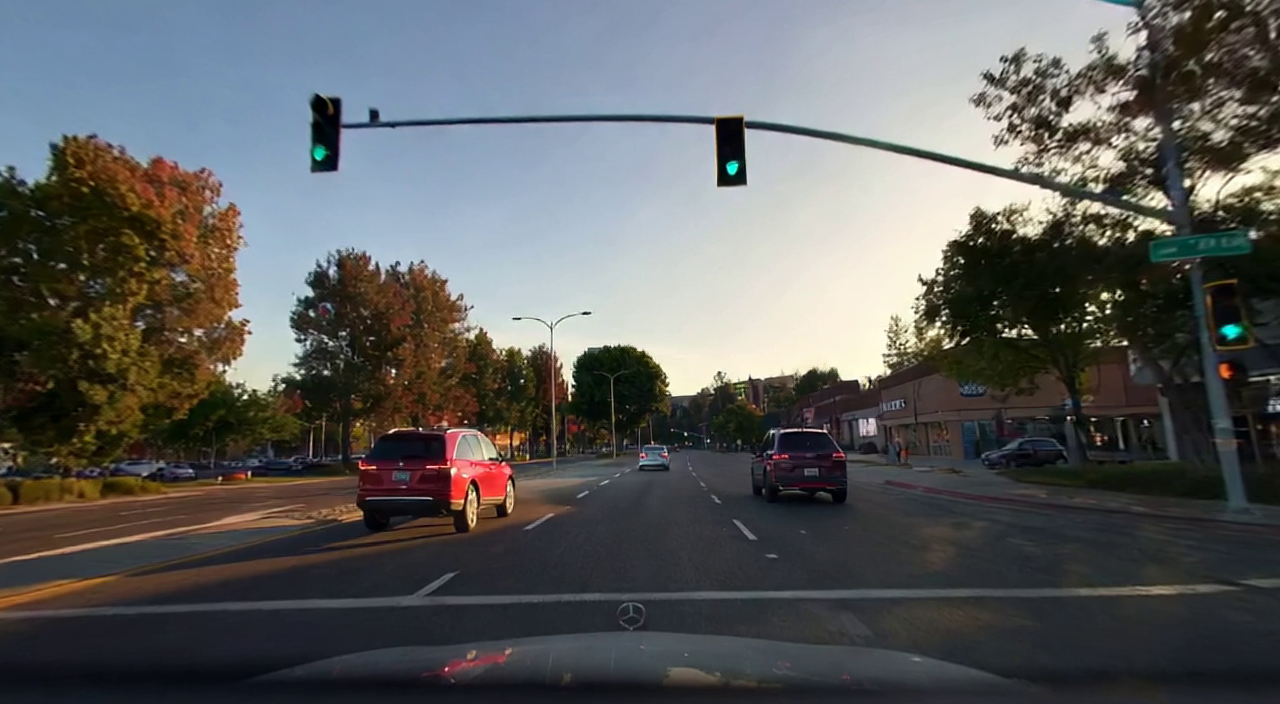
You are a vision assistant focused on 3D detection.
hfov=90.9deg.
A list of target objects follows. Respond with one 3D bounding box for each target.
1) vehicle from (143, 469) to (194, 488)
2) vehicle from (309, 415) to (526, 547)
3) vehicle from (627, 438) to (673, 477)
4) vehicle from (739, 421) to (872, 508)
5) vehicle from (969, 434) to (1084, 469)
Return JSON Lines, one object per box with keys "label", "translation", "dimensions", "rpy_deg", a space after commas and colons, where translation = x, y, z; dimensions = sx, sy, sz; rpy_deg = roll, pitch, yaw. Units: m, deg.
{"label": "vehicle", "translation": [-37.409, 9.997, 49.930], "dimensions": [3.811, 1.272, 1.760], "rpy_deg": [-5, -10, 30]}
{"label": "vehicle", "translation": [-3.517, 2.124, 11.064], "dimensions": [2.047, 1.810, 4.414], "rpy_deg": [0, -8, 2]}
{"label": "vehicle", "translation": [0.546, 5.049, 30.376], "dimensions": [2.067, 1.702, 3.987], "rpy_deg": [0, -8, 3]}
{"label": "vehicle", "translation": [3.767, 2.656, 15.271], "dimensions": [2.083, 1.779, 4.347], "rpy_deg": [0, -8, 1]}
{"label": "vehicle", "translation": [18.895, 4.876, 31.041], "dimensions": [4.601, 1.603, 1.852], "rpy_deg": [-5, -10, 29]}
